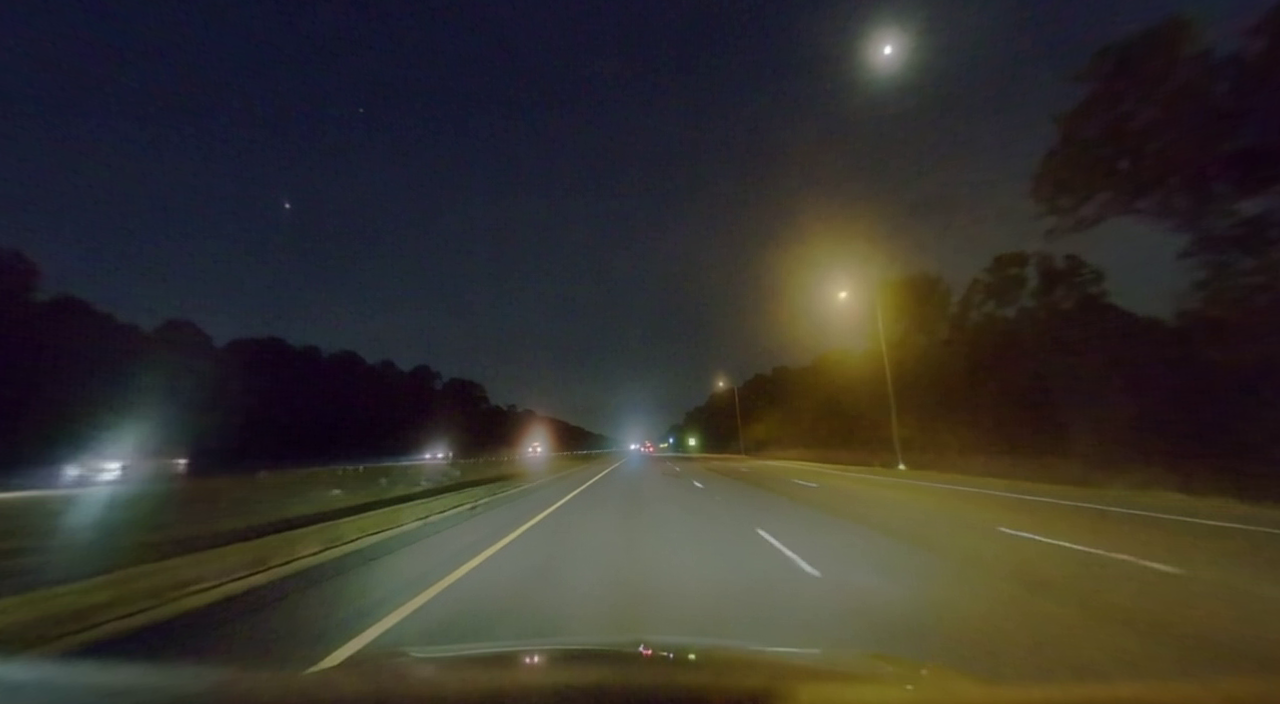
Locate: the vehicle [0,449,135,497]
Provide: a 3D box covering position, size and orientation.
[{"bbox_3d":[-24.416,5.021,26.564,2.123,1.748,4.902,-1,-8,1],"label":"vehicle"}]
